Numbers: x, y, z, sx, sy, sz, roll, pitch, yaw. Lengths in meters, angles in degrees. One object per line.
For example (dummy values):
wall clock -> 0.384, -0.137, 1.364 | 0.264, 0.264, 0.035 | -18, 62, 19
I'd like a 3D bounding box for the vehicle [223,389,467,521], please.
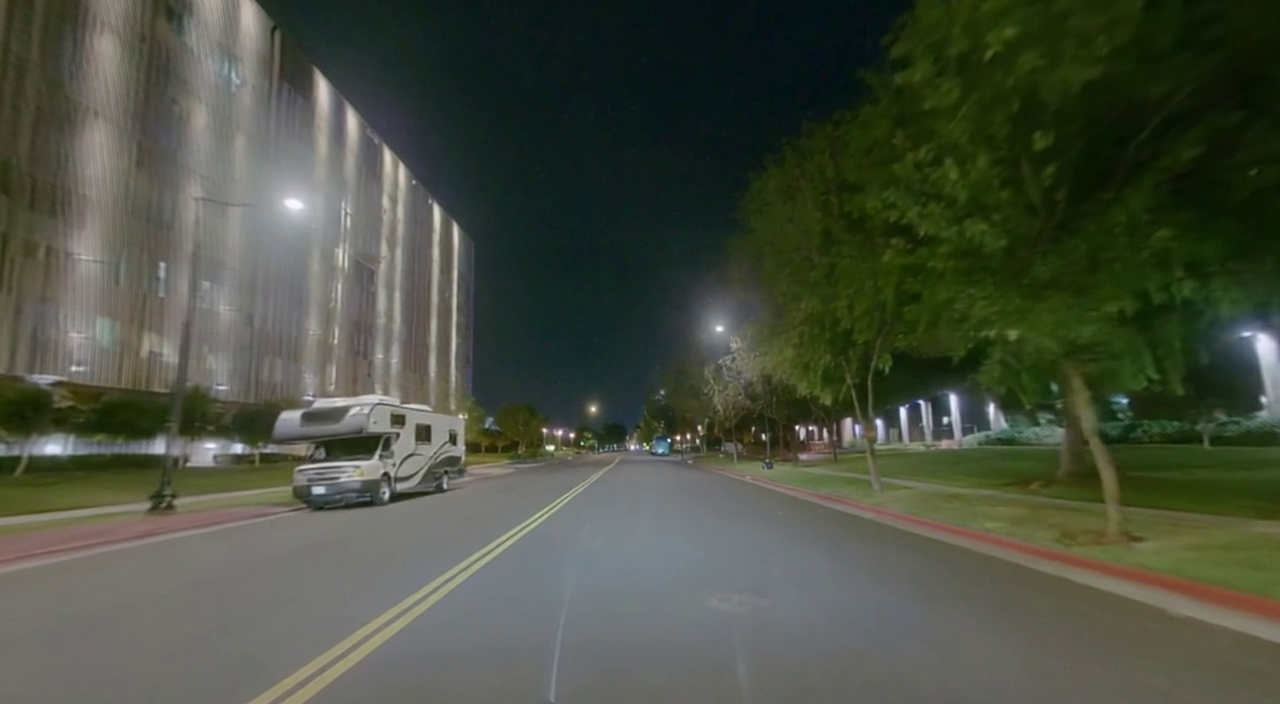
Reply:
vehicle -> -7.349, 2.748, 17.425 | 3.108, 2.771, 7.999 | 0, -8, -2
